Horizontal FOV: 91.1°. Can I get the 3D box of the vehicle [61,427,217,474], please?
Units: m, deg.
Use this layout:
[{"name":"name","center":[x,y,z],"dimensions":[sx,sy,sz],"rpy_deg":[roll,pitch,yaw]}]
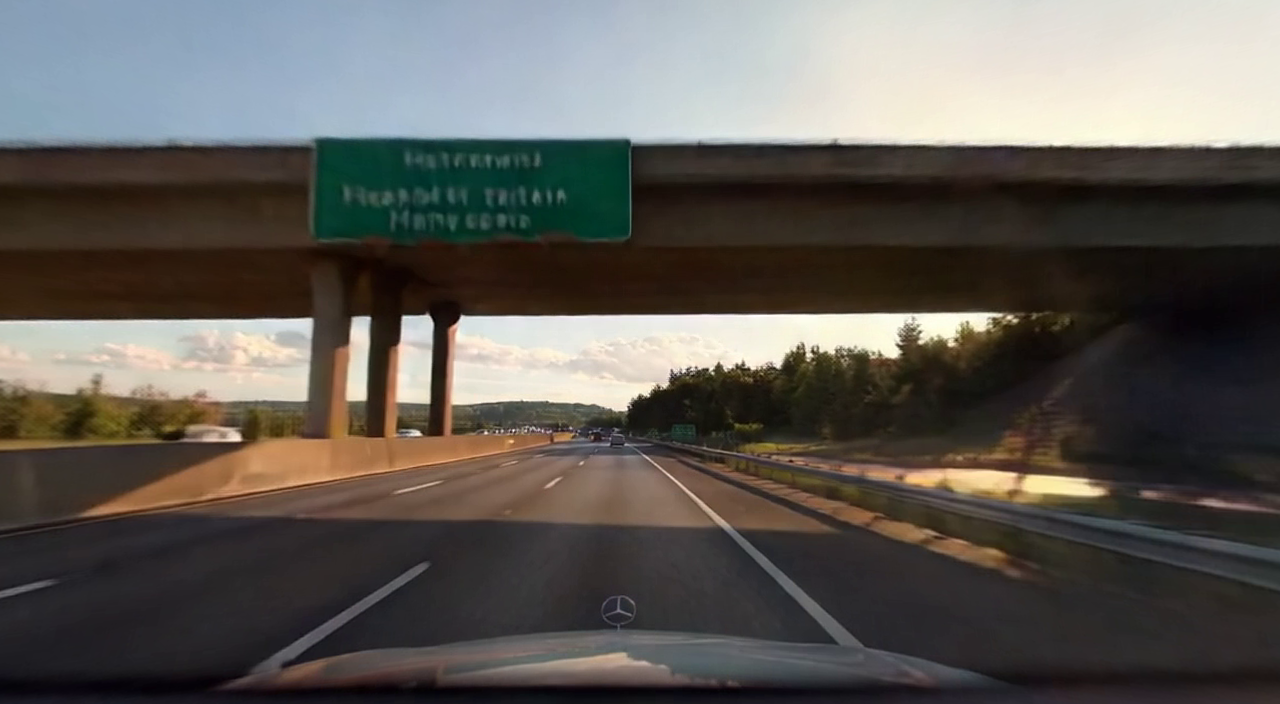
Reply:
[{"name":"vehicle","center":[-17.574,3.467,22.418],"dimensions":[1.995,1.476,4.462],"rpy_deg":[0,-8,-2]}]
